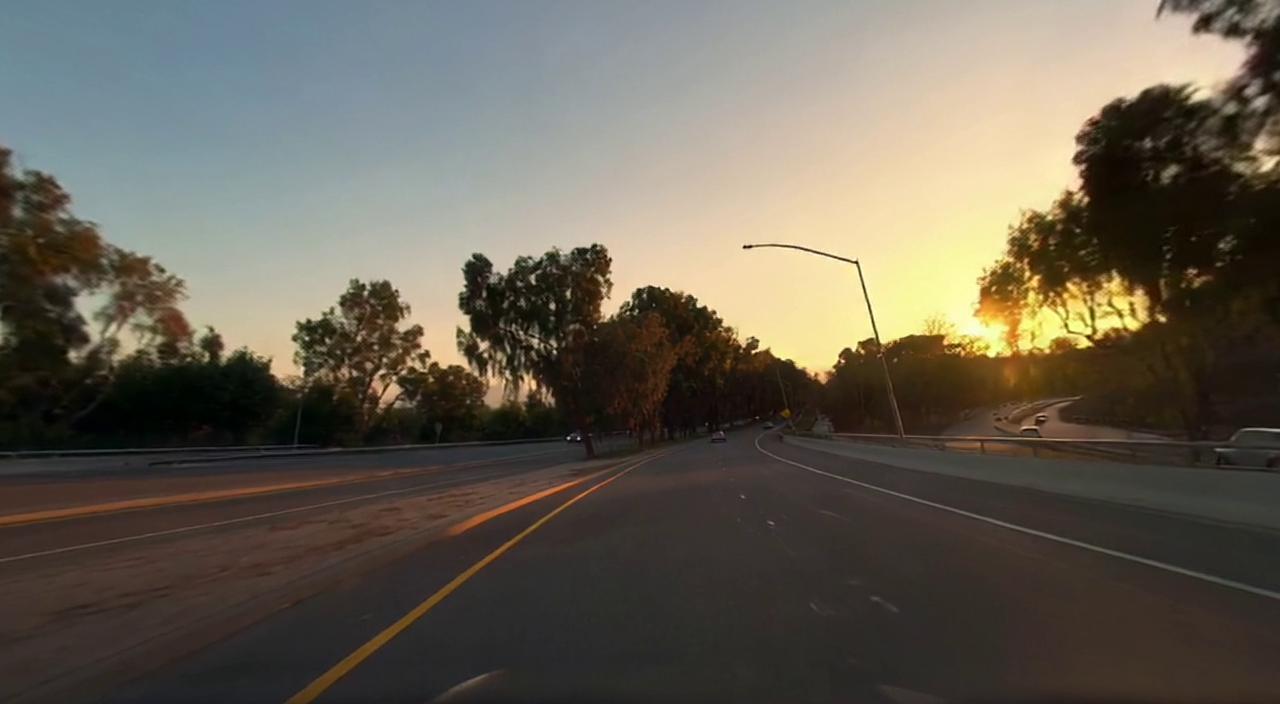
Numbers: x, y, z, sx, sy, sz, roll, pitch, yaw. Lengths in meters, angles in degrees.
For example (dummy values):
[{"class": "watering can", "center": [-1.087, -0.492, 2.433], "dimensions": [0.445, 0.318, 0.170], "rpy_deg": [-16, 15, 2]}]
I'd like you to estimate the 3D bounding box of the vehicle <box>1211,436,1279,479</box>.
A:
[{"class": "vehicle", "center": [35.909, 5.961, 35.717], "dimensions": [2.193, 2.281, 5.602], "rpy_deg": [-2, -10, 8]}]
